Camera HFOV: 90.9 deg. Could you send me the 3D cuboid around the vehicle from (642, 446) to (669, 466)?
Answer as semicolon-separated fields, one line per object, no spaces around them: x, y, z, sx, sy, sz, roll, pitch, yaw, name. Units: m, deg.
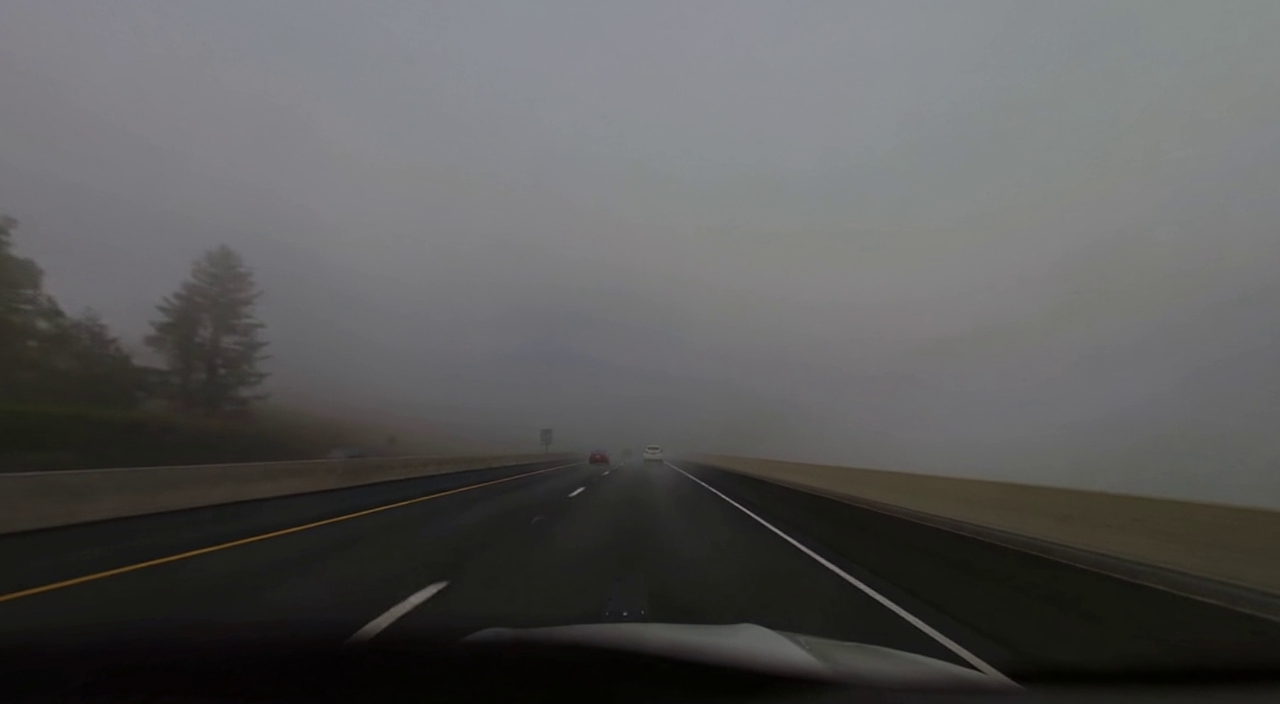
1.168;7.983;48.353;1.934;1.488;3.832;0;-9;1;vehicle
